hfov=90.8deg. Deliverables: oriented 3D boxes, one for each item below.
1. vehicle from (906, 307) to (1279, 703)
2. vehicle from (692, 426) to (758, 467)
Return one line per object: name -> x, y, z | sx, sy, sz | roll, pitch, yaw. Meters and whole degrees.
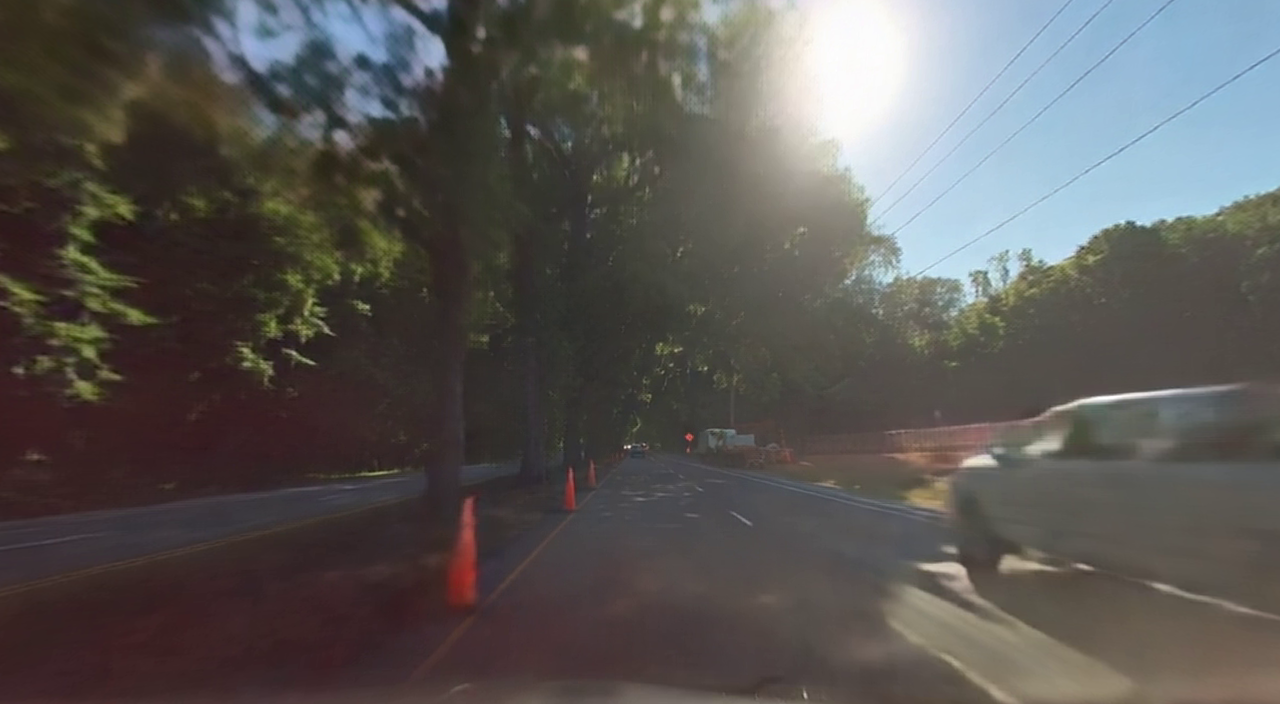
vehicle -> 4.724, 1.115, 4.700 | 2.694, 2.177, 6.177 | 1, -10, -1
vehicle -> 6.317, 7.142, 47.674 | 2.390, 2.899, 4.603 | 6, -10, -35
